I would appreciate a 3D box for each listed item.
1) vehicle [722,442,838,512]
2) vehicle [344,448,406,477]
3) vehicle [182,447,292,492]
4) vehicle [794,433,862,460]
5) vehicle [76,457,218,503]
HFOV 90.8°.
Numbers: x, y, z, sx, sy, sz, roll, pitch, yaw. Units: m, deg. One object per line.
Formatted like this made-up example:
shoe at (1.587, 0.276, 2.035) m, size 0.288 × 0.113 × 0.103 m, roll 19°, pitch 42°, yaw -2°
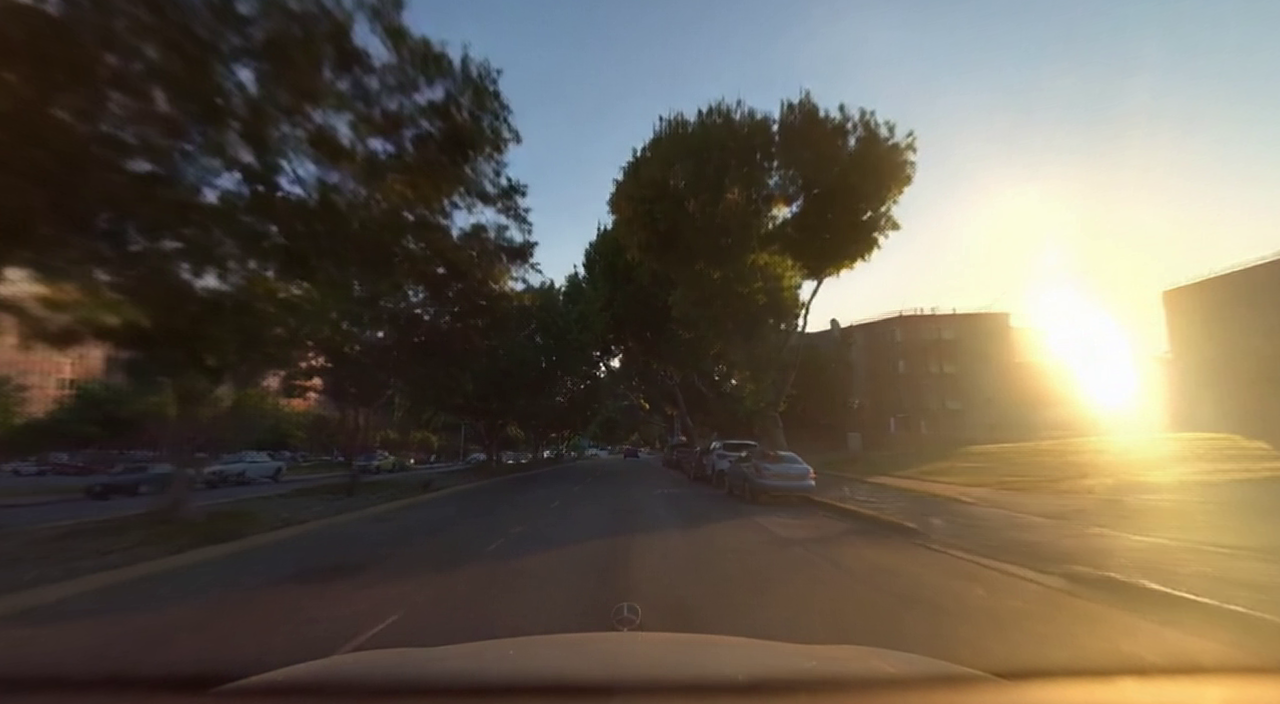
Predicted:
vehicle at (3.325, 3.044, 15.951) m, size 1.924 × 1.492 × 4.587 m, roll 0°, pitch -8°, yaw 1°
vehicle at (-18.401, 7.645, 44.173) m, size 2.151 × 1.885 × 4.979 m, roll 0°, pitch -8°, yaw -1°
vehicle at (-18.113, 5.252, 28.719) m, size 2.007 × 1.806 × 4.707 m, roll 0°, pitch -8°, yaw -2°
vehicle at (14.696, 7.364, 49.198) m, size 5.687 × 1.947 × 2.256 m, roll 7°, pitch -11°, yaw -40°
vehicle at (-18.304, 4.747, 23.795) m, size 1.791 × 1.461 × 4.496 m, roll 0°, pitch -8°, yaw -1°
